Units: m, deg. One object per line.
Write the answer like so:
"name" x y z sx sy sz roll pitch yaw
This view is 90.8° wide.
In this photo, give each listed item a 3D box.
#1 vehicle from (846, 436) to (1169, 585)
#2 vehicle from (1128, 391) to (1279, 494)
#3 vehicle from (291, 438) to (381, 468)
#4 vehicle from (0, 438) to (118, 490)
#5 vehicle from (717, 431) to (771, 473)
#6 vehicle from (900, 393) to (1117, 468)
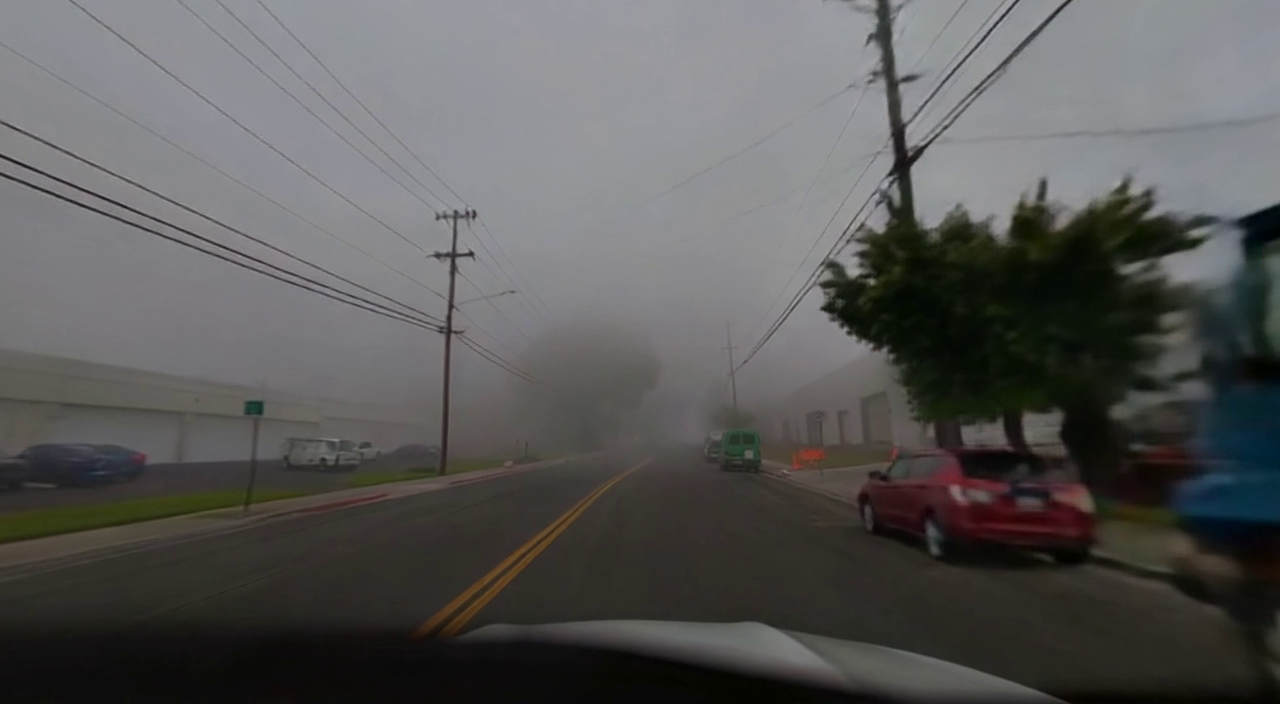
"vehicle" 4.559 1.968 8.747 1.918 1.543 4.028 0 -8 -2
"vehicle" 11.460 1.593 10.953 1.913 1.672 4.770 2 -8 -5
"vehicle" -17.942 5.964 37.644 2.102 1.628 5.130 -2 -8 10
"vehicle" -23.270 4.264 24.251 4.417 1.867 2.030 1 -8 -6
"vehicle" 5.279 5.164 32.764 2.010 1.985 5.124 -1 -8 1
"vehicle" 12.805 2.822 22.387 6.092 2.433 2.196 -1 -8 5
